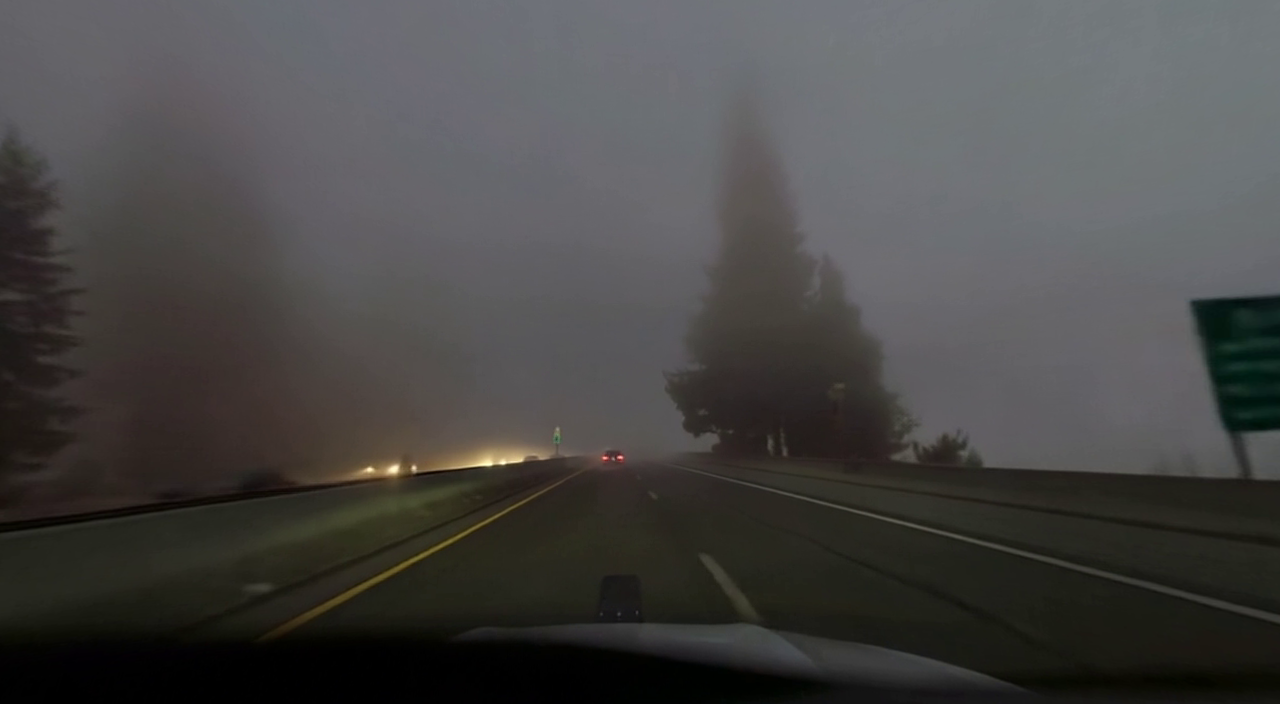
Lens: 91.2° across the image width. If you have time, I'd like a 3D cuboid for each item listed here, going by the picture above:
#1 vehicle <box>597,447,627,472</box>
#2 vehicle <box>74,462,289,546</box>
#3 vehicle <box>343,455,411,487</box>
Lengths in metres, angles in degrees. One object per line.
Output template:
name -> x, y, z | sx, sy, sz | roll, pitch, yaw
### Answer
vehicle -> -2.046, 7.960, 46.584 | 2.098, 1.692, 4.038 | 0, -9, -2
vehicle -> -9.811, 3.232, 13.890 | 1.848, 1.454, 3.922 | 0, -9, -2
vehicle -> -15.159, 6.850, 36.390 | 1.961, 1.621, 4.588 | 0, -9, 0
